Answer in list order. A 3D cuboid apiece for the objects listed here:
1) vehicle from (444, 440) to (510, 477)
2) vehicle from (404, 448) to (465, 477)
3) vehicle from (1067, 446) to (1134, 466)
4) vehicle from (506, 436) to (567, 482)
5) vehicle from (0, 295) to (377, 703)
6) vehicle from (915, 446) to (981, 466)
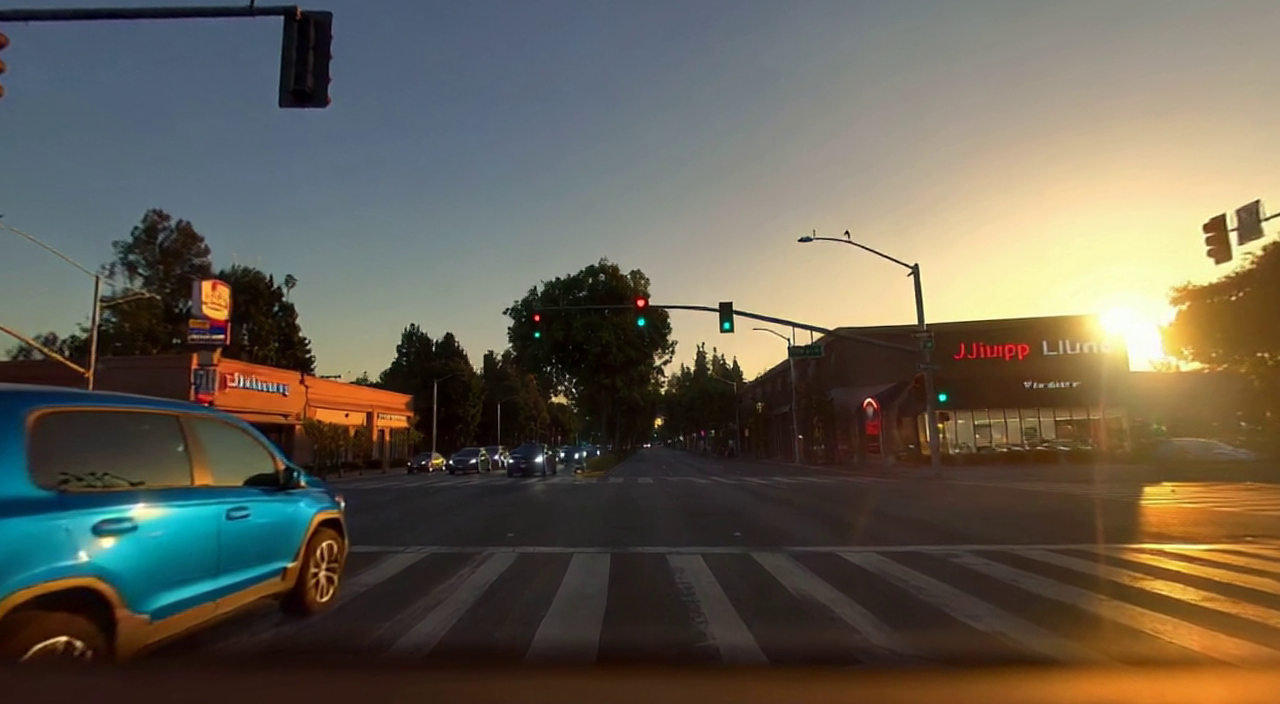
[{"bbox_3d":[-8.415,5.532,33.156,2.273,1.791,4.809,0,-8,-1],"label":"vehicle"},{"bbox_3d":[-11.318,6.076,35.119,2.003,1.476,4.082,0,-8,1],"label":"vehicle"},{"bbox_3d":[34.561,7.816,47.461,3.740,1.433,1.646,0,-8,-1],"label":"vehicle"},{"bbox_3d":[-4.559,4.641,27.783,2.384,1.787,5.038,1,-9,-10],"label":"vehicle"},{"bbox_3d":[-3.722,1.011,4.090,2.313,1.883,5.016,1,-9,-6],"label":"vehicle"},{"bbox_3d":[23.937,8.092,49.195,4.135,1.417,1.851,-2,-9,2],"label":"vehicle"}]
